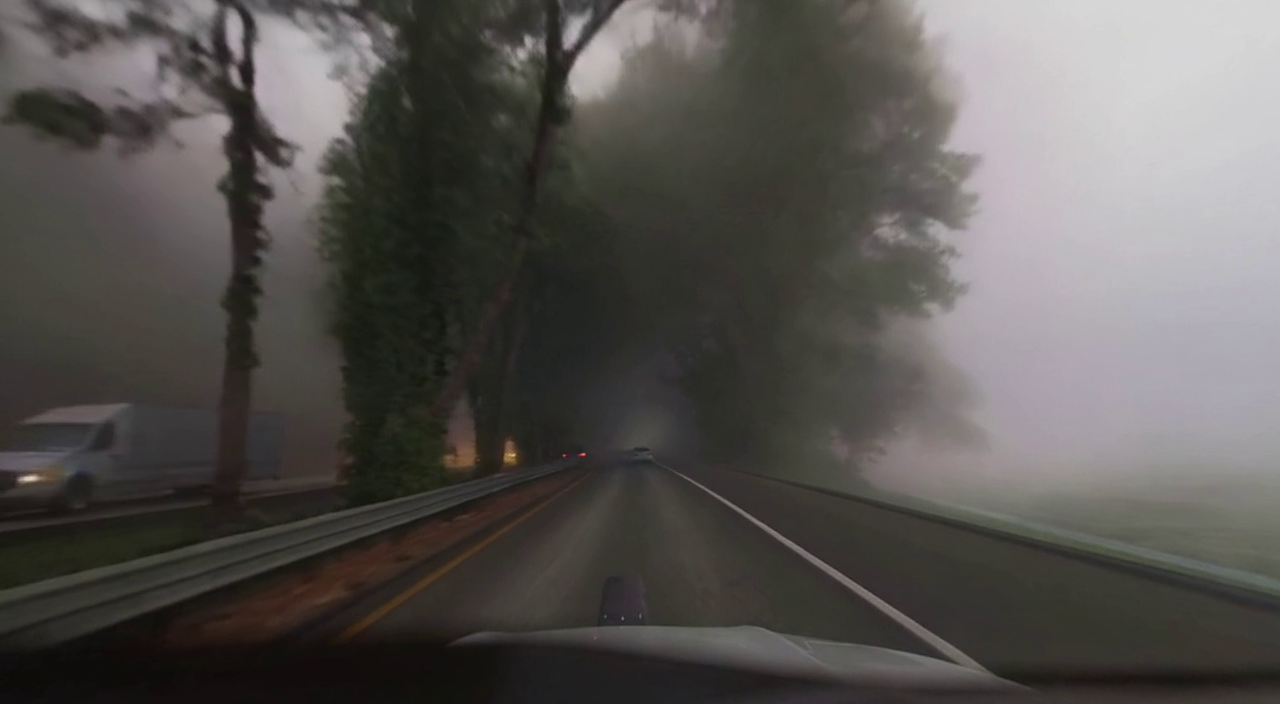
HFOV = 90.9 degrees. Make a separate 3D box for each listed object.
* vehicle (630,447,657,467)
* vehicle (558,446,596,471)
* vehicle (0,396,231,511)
[{"bbox_3d":[0.249,7.965,47.801,1.989,1.402,3.831,0,-9,0],"label":"vehicle"},{"bbox_3d":[-4.010,6.841,40.741,2.112,1.498,4.117,0,-9,-1],"label":"vehicle"},{"bbox_3d":[-19.293,3.743,23.468,2.913,3.570,7.466,0,-9,0],"label":"vehicle"}]
